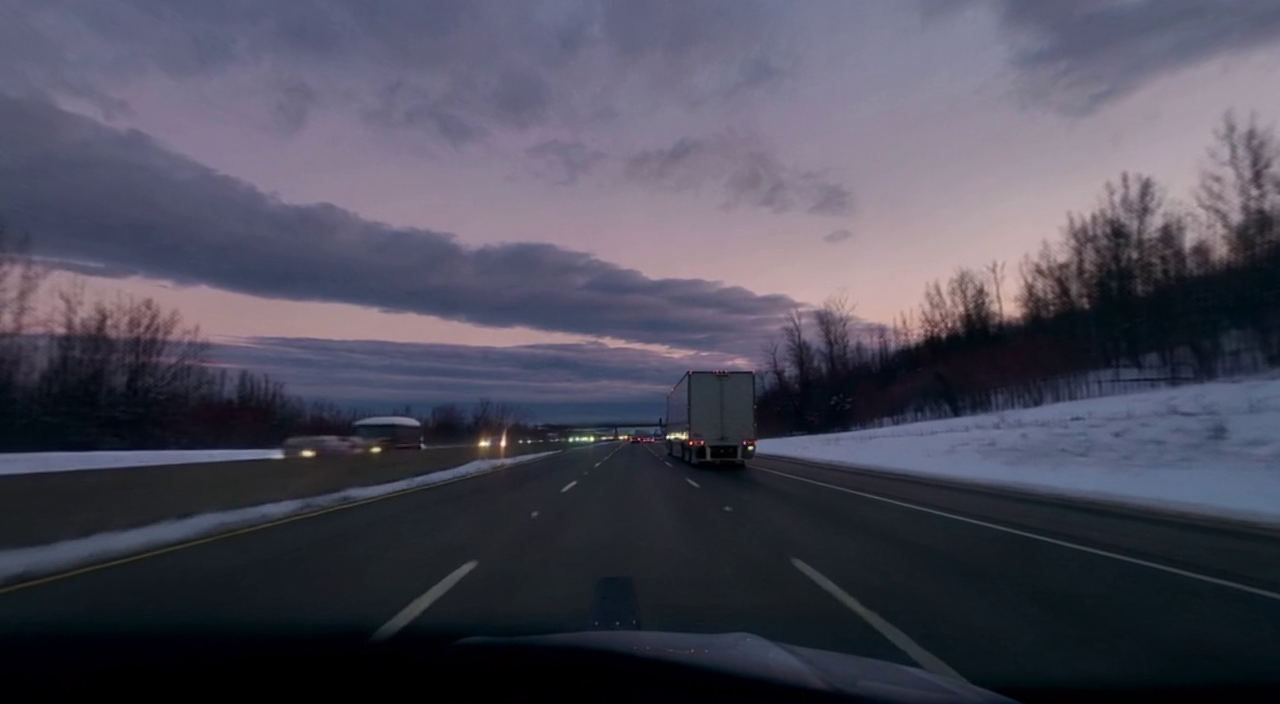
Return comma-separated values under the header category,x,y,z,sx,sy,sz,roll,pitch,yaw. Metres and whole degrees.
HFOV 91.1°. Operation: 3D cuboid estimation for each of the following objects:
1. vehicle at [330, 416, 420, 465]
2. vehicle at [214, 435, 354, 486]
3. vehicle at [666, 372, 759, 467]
category,x,y,z,sx,sy,sz,roll,pitch,yaw
vehicle,-15.741,5.326,37.944,2.333,2.686,7.040,0,-8,0
vehicle,-12.002,3.640,21.688,1.933,1.543,4.960,0,-8,0
vehicle,3.480,3.941,35.269,2.979,4.161,15.508,1,-7,-2
